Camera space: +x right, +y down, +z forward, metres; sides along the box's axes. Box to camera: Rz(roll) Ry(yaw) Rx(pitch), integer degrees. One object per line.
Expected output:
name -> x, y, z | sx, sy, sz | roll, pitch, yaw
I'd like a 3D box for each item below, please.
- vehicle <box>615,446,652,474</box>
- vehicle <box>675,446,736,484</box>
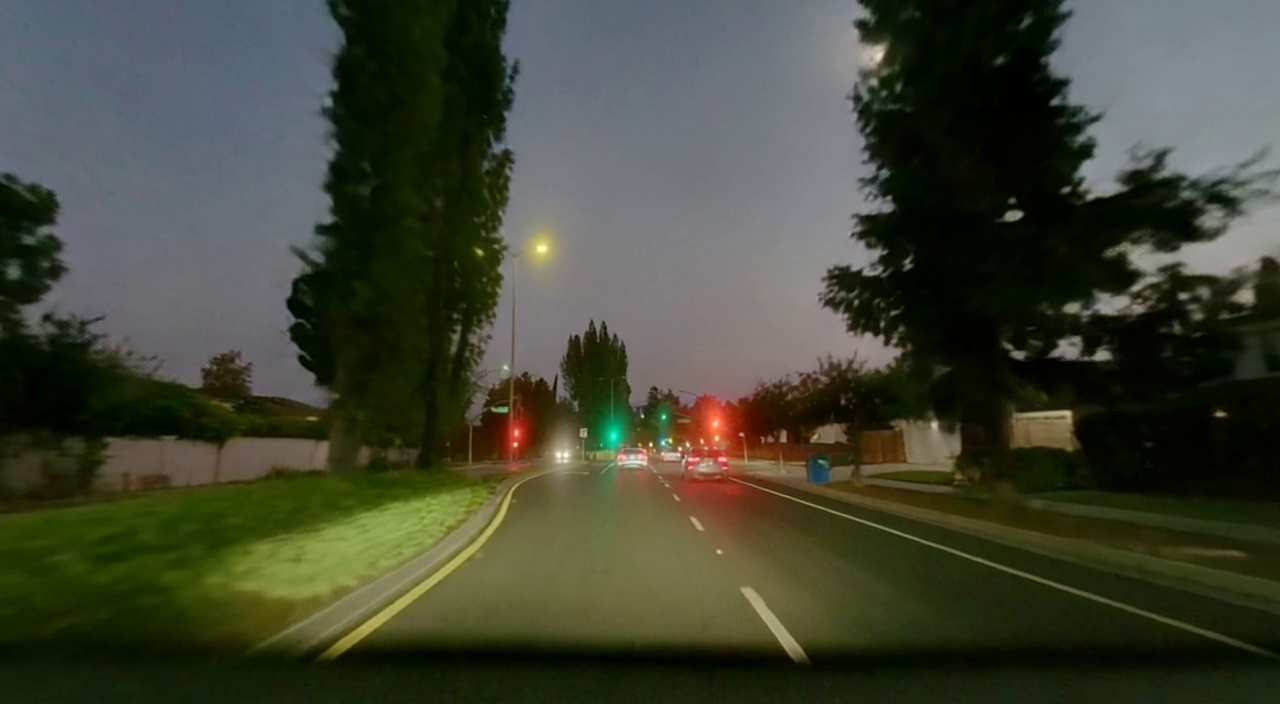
vehicle -> -0.393, 6.345, 37.401 | 2.018, 1.511, 3.993 | 0, -8, -1
vehicle -> 2.706, 4.784, 27.110 | 2.057, 1.496, 4.401 | 0, -8, -1
